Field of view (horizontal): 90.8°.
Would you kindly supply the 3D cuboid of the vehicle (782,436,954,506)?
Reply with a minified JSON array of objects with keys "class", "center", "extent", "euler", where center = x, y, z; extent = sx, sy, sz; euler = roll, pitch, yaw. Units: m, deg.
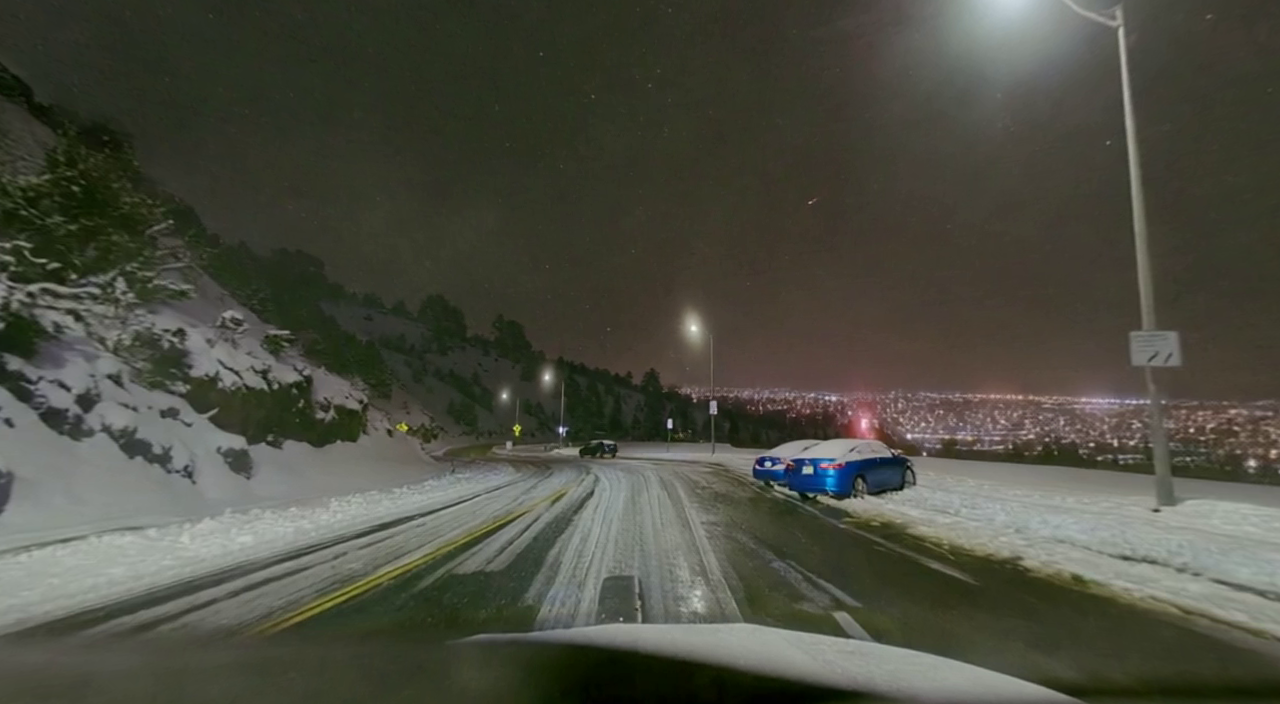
[{"class":"vehicle","center":[5.915,2.946,16.152],"extent":[4.609,1.505,2.061],"euler":[7,-11,-40]}]
